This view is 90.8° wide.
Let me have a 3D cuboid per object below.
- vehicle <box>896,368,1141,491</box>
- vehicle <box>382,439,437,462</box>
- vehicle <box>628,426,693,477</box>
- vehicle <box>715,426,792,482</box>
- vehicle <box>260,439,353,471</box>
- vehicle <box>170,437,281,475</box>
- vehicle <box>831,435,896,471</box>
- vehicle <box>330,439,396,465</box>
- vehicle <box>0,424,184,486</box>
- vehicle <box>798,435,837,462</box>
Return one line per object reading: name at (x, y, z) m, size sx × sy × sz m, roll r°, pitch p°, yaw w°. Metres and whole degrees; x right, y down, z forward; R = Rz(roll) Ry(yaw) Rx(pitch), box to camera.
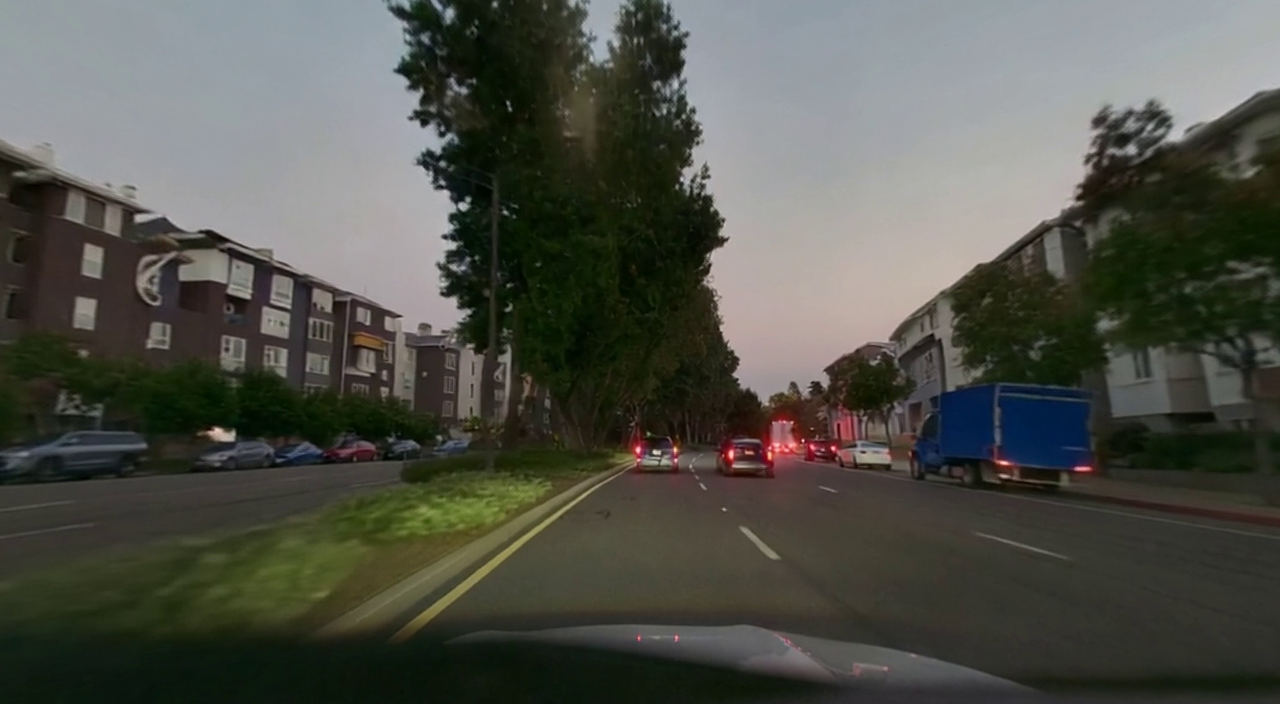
vehicle at (11.350, 2.575, 20.149) m, size 3.705 × 3.221 × 6.779 m, roll -1°, pitch -9°, yaw 3°
vehicle at (-16.689, 7.207, 46.005) m, size 2.023 × 1.561 × 4.497 m, roll -3°, pitch -10°, yaw 5°
vehicle at (0.868, 3.941, 25.229) m, size 2.345 × 1.841 × 5.032 m, roll 0°, pitch -8°, yaw 3°
vehicle at (3.985, 3.660, 22.954) m, size 2.033 × 1.823 × 4.409 m, roll 0°, pitch -8°, yaw 1°
vehicle at (-17.711, 5.508, 33.873) m, size 1.951 × 1.513 × 5.107 m, roll -3°, pitch -9°, yaw 4°
vehicle at (-18.173, 4.602, 27.984) m, size 1.845 × 1.512 × 4.316 m, roll -2°, pitch -9°, yaw 2°
vehicle at (11.891, 5.373, 33.939) m, size 2.080 × 1.744 × 4.889 m, roll 0°, pitch -8°, yaw 5°
vehicle at (-17.401, 6.389, 39.911) m, size 1.849 × 1.455 × 4.606 m, roll -2°, pitch -11°, yaw 4°
vehicle at (-18.542, 3.444, 20.942) m, size 2.272 × 1.746 × 5.914 m, roll -1°, pitch -10°, yaw 2°
vehicle at (12.954, 7.065, 46.380) m, size 1.938 × 1.860 × 4.690 m, roll -1°, pitch -8°, yaw 6°
